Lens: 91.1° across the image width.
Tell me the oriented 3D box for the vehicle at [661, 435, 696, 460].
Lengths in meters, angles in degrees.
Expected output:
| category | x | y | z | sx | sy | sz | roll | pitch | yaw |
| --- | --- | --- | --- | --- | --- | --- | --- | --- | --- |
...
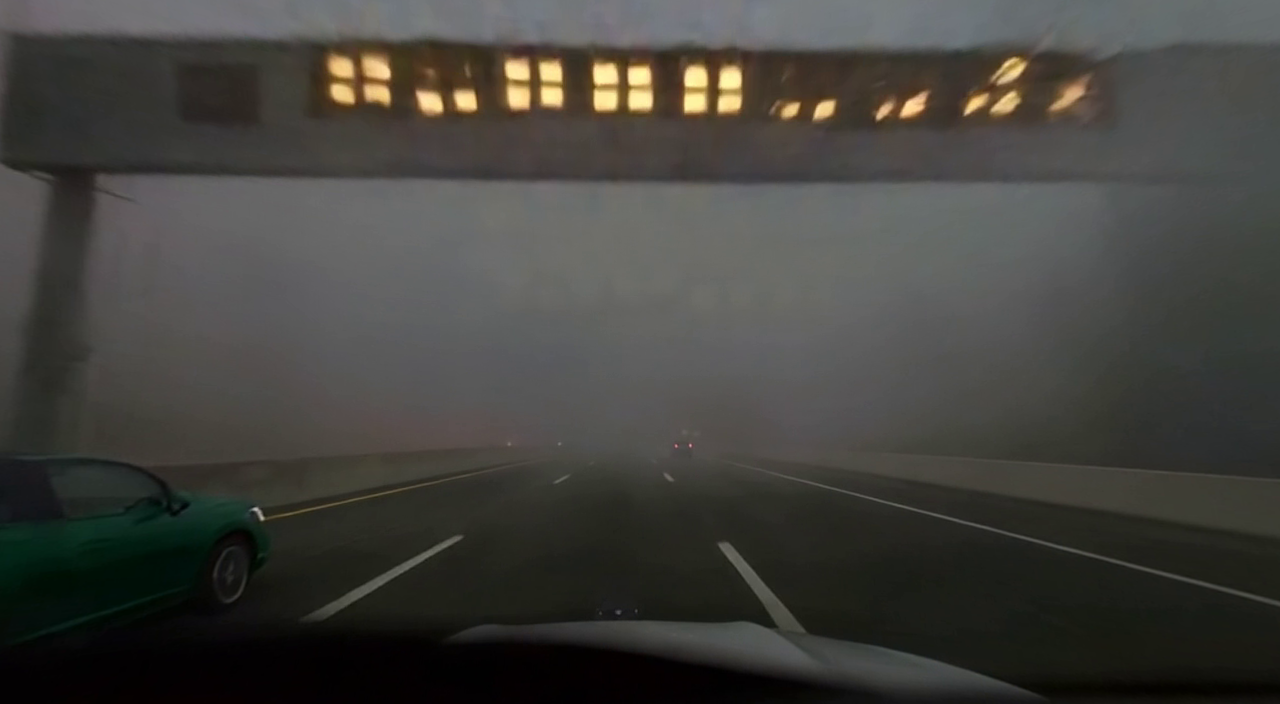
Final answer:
| category | x | y | z | sx | sy | sz | roll | pitch | yaw |
| --- | --- | --- | --- | --- | --- | --- | --- | --- | --- |
| vehicle | 2.406 | 6.069 | 39.983 | 1.946 | 1.481 | 3.969 | 0 | -8 | 0 |
